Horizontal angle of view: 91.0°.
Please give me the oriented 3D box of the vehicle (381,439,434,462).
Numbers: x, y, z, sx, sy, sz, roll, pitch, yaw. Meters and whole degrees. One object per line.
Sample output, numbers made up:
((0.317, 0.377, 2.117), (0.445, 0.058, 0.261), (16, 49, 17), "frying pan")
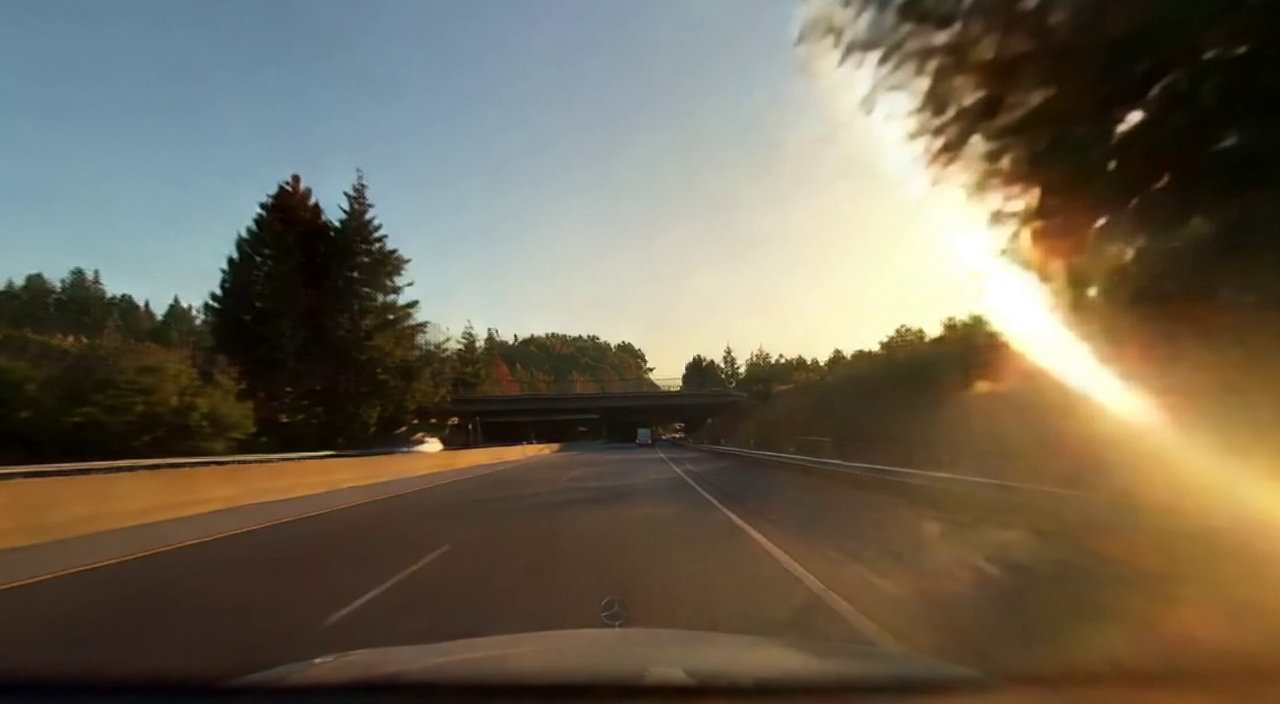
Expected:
((-15.913, 6.718, 43.252), (1.838, 1.467, 4.576), (-1, -8, 1), "vehicle")
